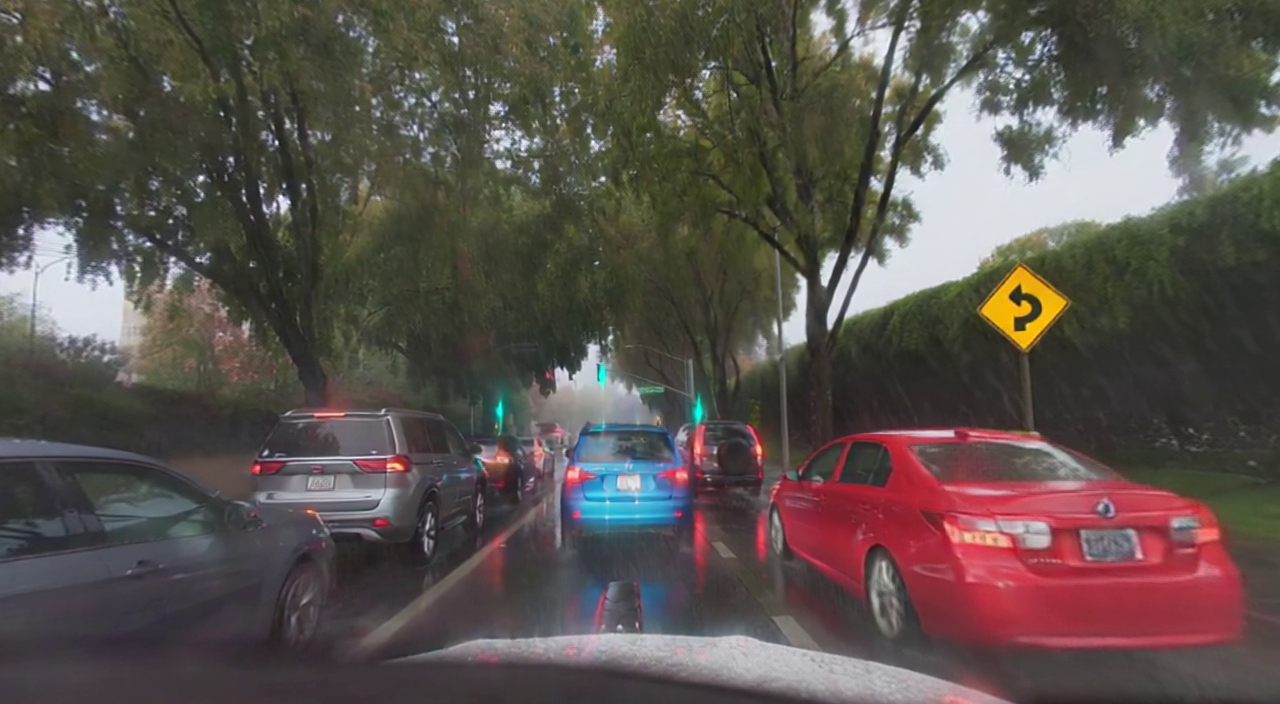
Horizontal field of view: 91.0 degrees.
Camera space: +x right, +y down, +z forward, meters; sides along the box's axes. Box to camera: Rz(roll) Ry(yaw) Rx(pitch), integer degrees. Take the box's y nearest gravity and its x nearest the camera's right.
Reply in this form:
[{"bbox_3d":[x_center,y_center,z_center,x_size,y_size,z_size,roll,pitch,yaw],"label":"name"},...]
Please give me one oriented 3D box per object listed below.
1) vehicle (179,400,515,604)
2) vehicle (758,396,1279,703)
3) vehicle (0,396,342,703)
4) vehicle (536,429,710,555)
[{"bbox_3d":[-2.897,1.576,7.451,1.964,1.712,4.097,0,-8,0],"label":"vehicle"},{"bbox_3d":[2.522,1.302,5.292,2.116,1.497,4.652,0,-8,-1],"label":"vehicle"},{"bbox_3d":[-2.922,0.839,1.611,1.974,1.484,4.716,0,-8,0],"label":"vehicle"},{"bbox_3d":[-0.252,1.923,9.324,2.025,1.453,3.848,0,-8,-2],"label":"vehicle"}]
